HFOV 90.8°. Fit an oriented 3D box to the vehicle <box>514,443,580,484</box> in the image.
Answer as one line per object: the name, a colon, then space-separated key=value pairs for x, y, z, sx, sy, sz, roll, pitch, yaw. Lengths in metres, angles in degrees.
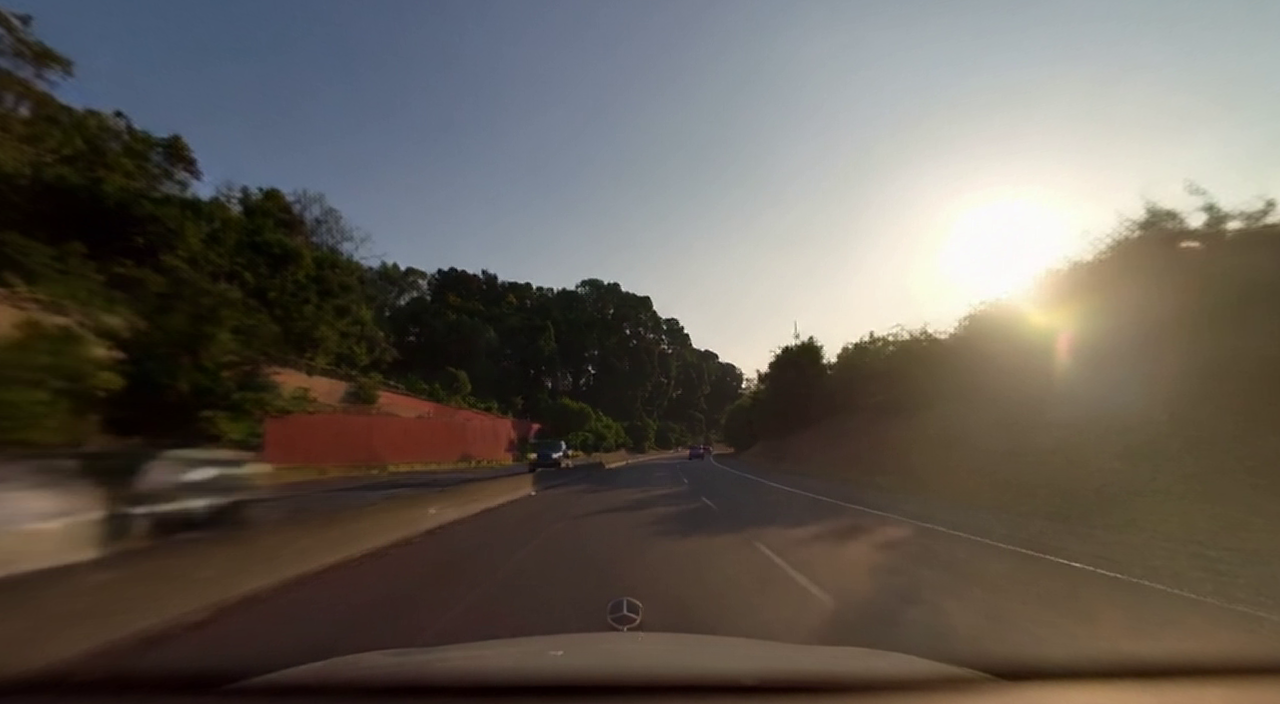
vehicle: x=-4.923 y=6.004 z=34.471 sx=2.533 sy=2.001 sz=5.922 roll=-1 pitch=-9 yaw=2

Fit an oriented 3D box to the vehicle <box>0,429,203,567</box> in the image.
vehicle: x=-9.079 y=2.020 z=9.162 sx=2.154 sy=1.715 sz=4.579 roll=0 pitch=-9 yaw=0
